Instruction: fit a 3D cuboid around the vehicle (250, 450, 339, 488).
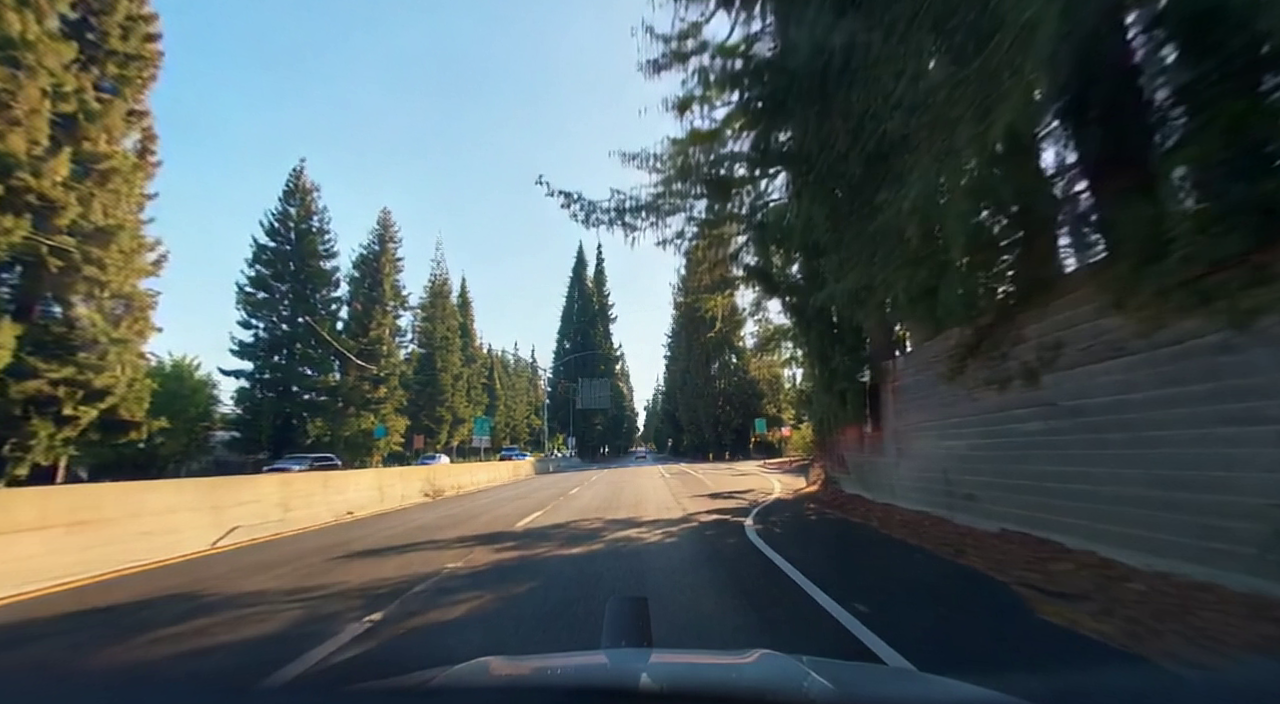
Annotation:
[{"bbox_3d":[-18.027,6.080,33.179,1.975,1.815,4.629,0,-8,1],"label":"vehicle"}]
